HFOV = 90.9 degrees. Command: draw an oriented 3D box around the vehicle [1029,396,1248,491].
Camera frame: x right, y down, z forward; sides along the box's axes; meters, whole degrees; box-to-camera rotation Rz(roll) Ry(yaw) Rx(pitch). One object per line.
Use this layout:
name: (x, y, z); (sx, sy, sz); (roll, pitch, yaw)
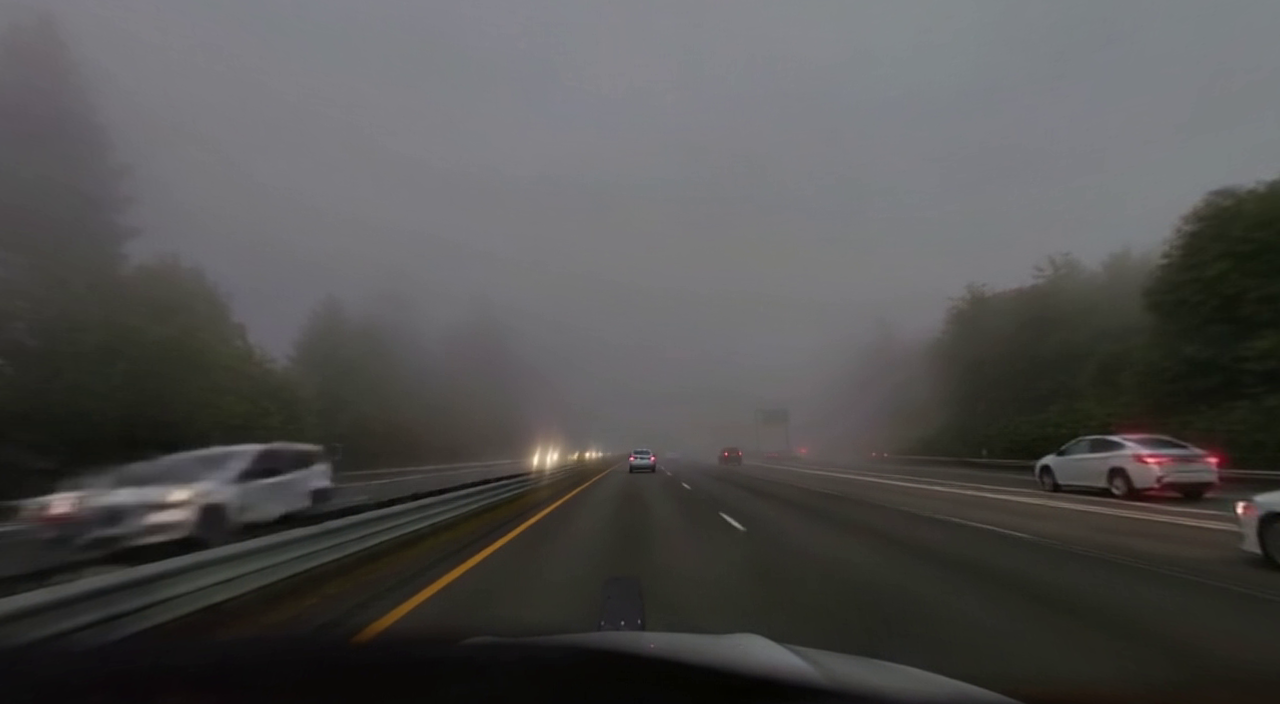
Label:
vehicle: (14.505, 2.768, 18.932); (2.115, 2.446, 5.323); (0, -9, 0)

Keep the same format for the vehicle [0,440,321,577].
vehicle: (-7.020, 2.231, 9.766); (1.962, 1.631, 4.070); (0, -9, 0)

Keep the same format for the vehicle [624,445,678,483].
vehicle: (0.457, 4.920, 27.957); (2.177, 1.520, 4.278); (0, -9, 0)
